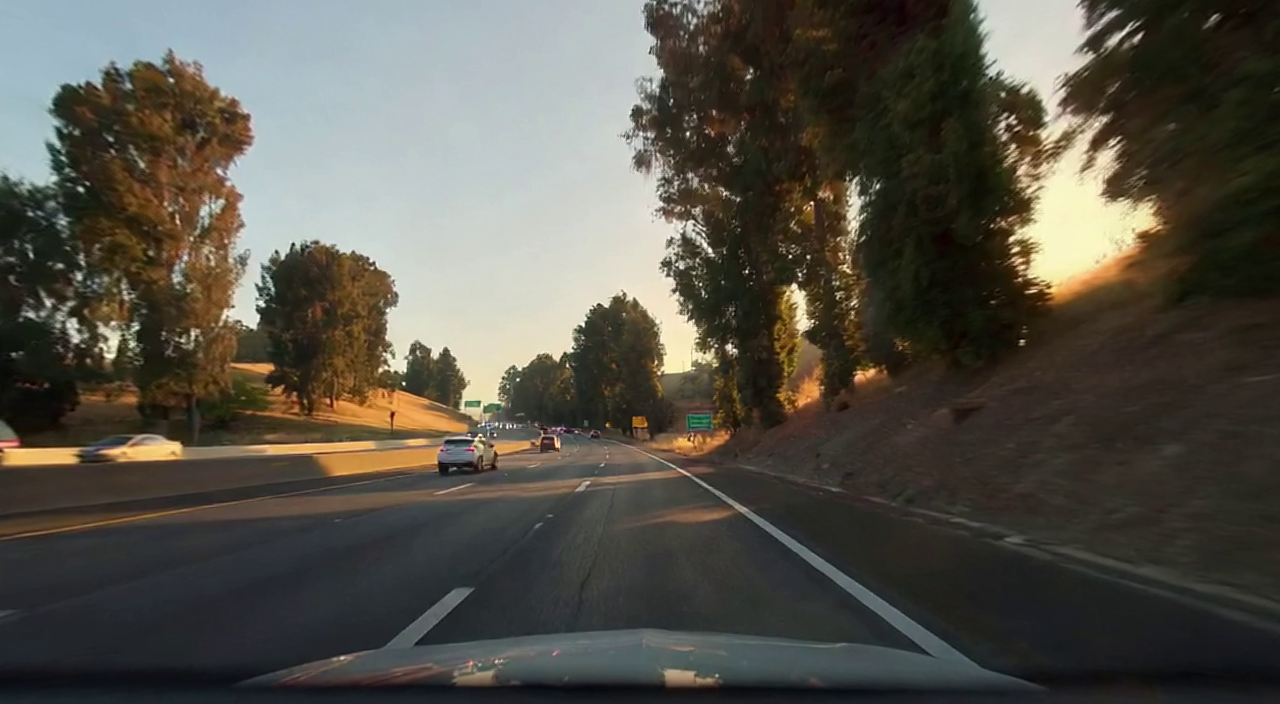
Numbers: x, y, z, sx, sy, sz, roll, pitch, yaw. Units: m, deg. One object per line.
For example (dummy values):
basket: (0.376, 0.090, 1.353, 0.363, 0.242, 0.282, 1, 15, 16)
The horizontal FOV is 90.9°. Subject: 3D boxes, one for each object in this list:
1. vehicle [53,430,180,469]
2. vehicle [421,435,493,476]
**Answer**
vehicle: (-24.706, 4.604, 30.028, 2.099, 1.687, 4.680, 0, -8, -2)
vehicle: (-7.705, 4.397, 27.015, 1.931, 1.608, 3.977, 0, -8, -1)
